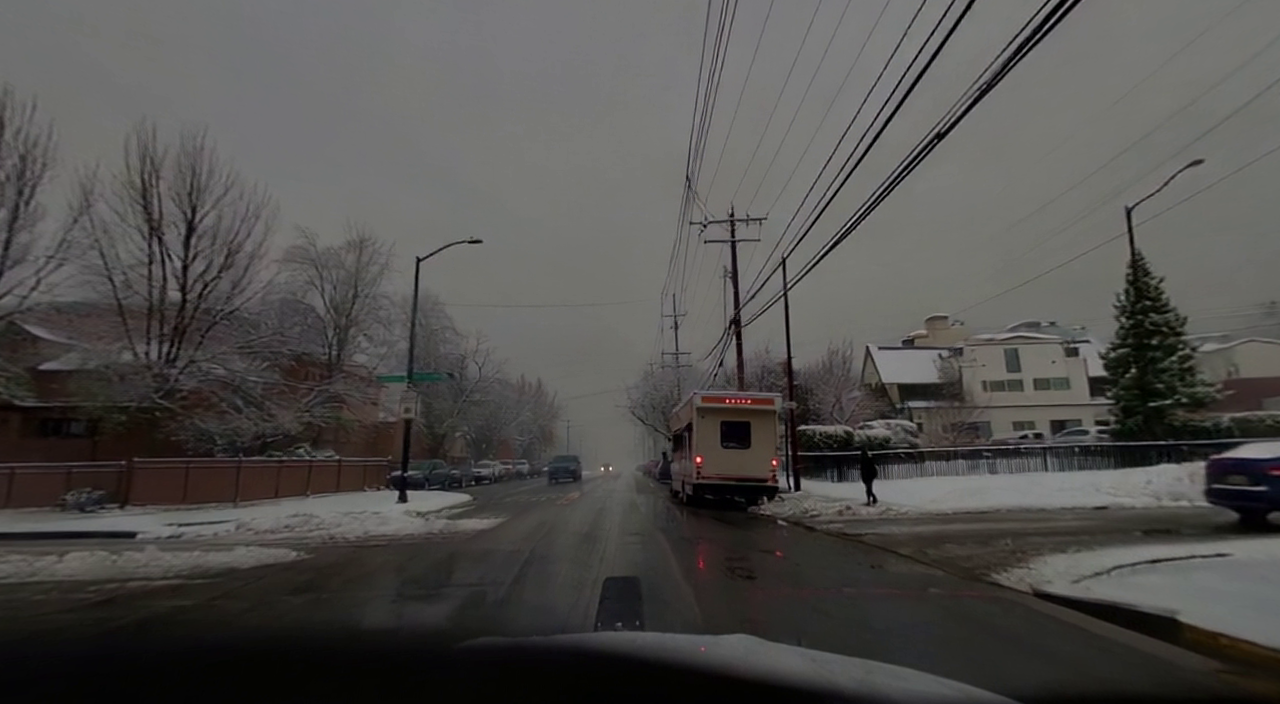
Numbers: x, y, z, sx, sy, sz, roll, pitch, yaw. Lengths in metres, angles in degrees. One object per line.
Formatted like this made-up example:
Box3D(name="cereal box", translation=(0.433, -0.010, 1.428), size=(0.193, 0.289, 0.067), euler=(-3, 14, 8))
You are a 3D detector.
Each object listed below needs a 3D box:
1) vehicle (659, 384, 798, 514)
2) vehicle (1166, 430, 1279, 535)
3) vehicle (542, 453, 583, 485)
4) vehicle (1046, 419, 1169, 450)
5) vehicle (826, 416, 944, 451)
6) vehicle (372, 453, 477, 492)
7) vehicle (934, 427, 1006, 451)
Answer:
Box3D(name="vehicle", translation=(2.408, 3.074, 20.343), size=(2.886, 3.321, 7.809), euler=(1, -8, -4))
Box3D(name="vehicle", translation=(11.723, 2.049, 10.203), size=(4.857, 1.525, 1.976), euler=(1, -8, -5))
Box3D(name="vehicle", translation=(-4.463, 6.785, 36.998), size=(1.952, 1.708, 4.096), euler=(0, -8, -1))
Box3D(name="vehicle", translation=(22.801, 4.050, 30.916), size=(4.641, 1.441, 1.745), euler=(0, -8, -1))
Box3D(name="vehicle", translation=(10.623, 3.558, 27.592), size=(4.396, 1.459, 1.749), euler=(0, -8, -3))
Box3D(name="vehicle", translation=(-11.492, 6.394, 33.793), size=(5.093, 1.855, 2.338), euler=(3, -10, -21))
Box3D(name="vehicle", translation=(21.908, 5.773, 42.009), size=(3.761, 1.538, 1.743), euler=(0, -7, -1))
